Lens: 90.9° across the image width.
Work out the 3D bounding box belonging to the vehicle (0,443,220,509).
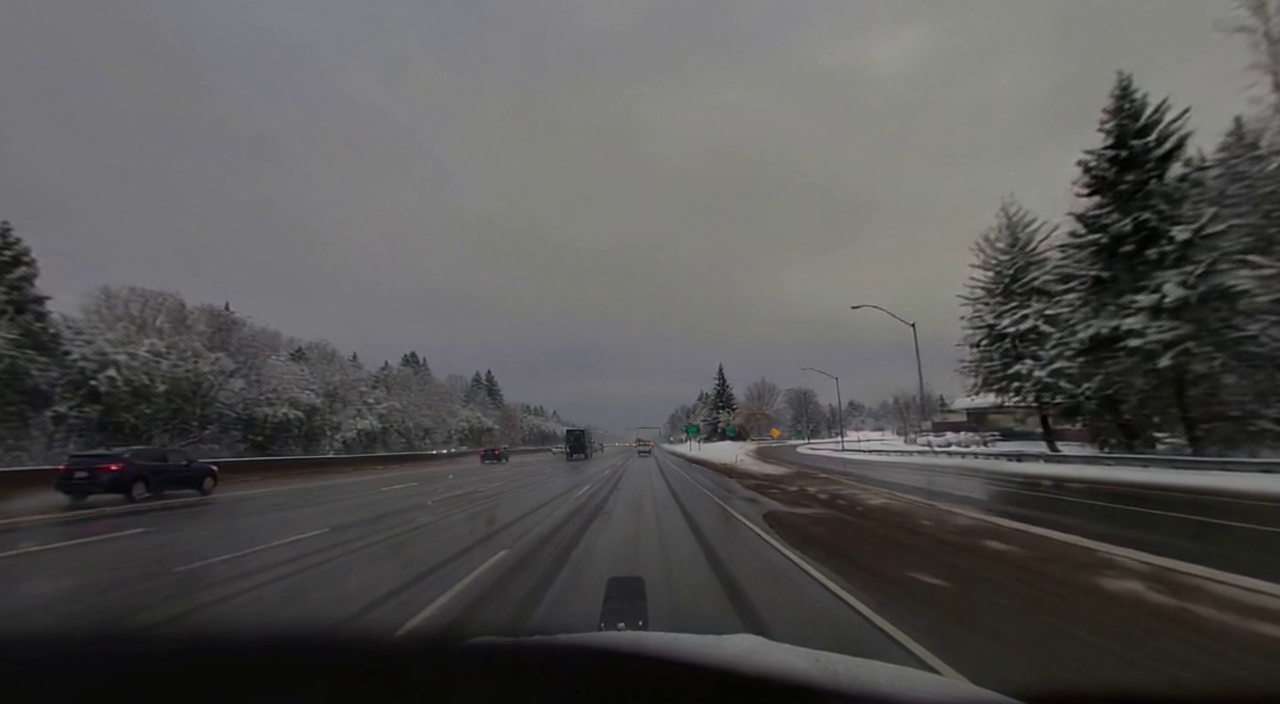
[{"bbox_3d":[-13.616,3.141,16.602,1.988,1.477,4.442,0,-8,1],"label":"vehicle"}]
